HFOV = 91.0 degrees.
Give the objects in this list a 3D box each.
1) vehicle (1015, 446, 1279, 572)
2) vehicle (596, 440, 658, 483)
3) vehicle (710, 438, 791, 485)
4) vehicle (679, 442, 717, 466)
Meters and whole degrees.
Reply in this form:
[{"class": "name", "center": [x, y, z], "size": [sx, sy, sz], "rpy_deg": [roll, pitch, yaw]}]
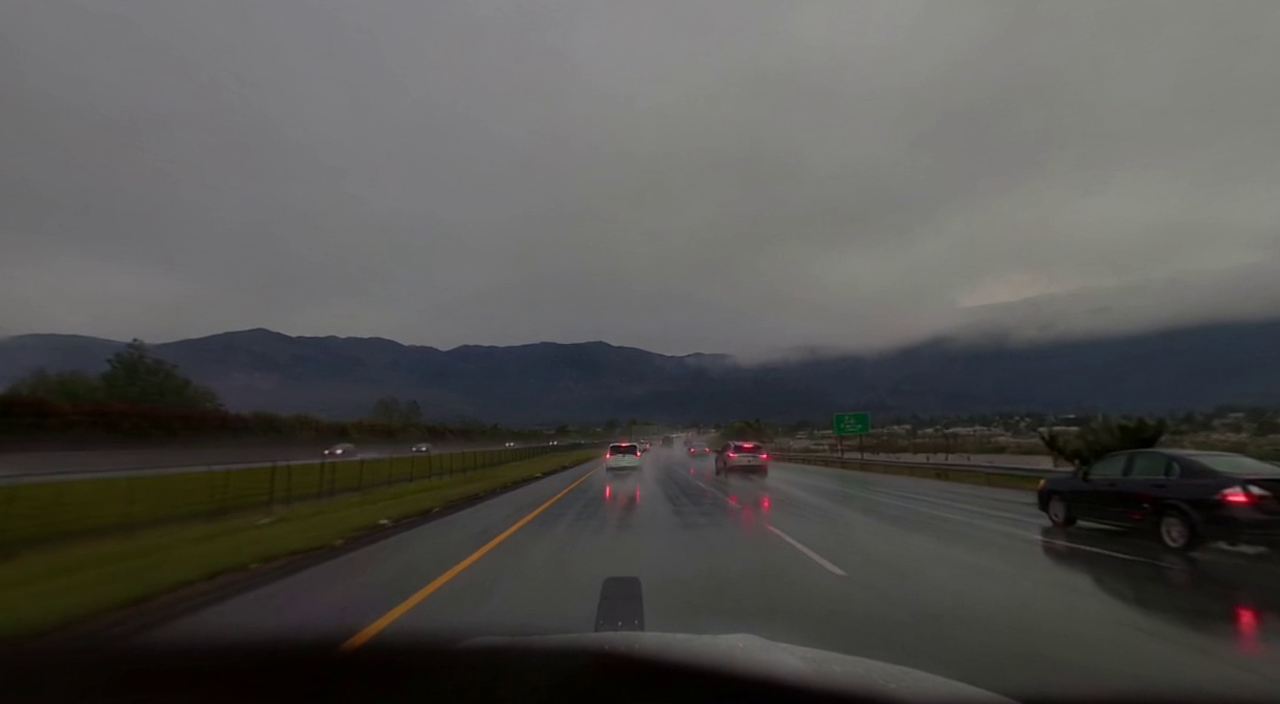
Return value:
[{"class": "vehicle", "center": [7.619, 1.976, 8.812], "size": [1.910, 1.303, 4.462], "rpy_deg": [0, -8, -1]}, {"class": "vehicle", "center": [-0.483, 4.008, 23.353], "size": [2.085, 1.449, 3.860], "rpy_deg": [0, -8, -1]}, {"class": "vehicle", "center": [3.767, 3.819, 22.254], "size": [1.949, 1.493, 4.272], "rpy_deg": [0, -8, -2]}, {"class": "vehicle", "center": [3.654, 6.483, 40.165], "size": [1.957, 1.447, 4.241], "rpy_deg": [0, -8, -1]}]
